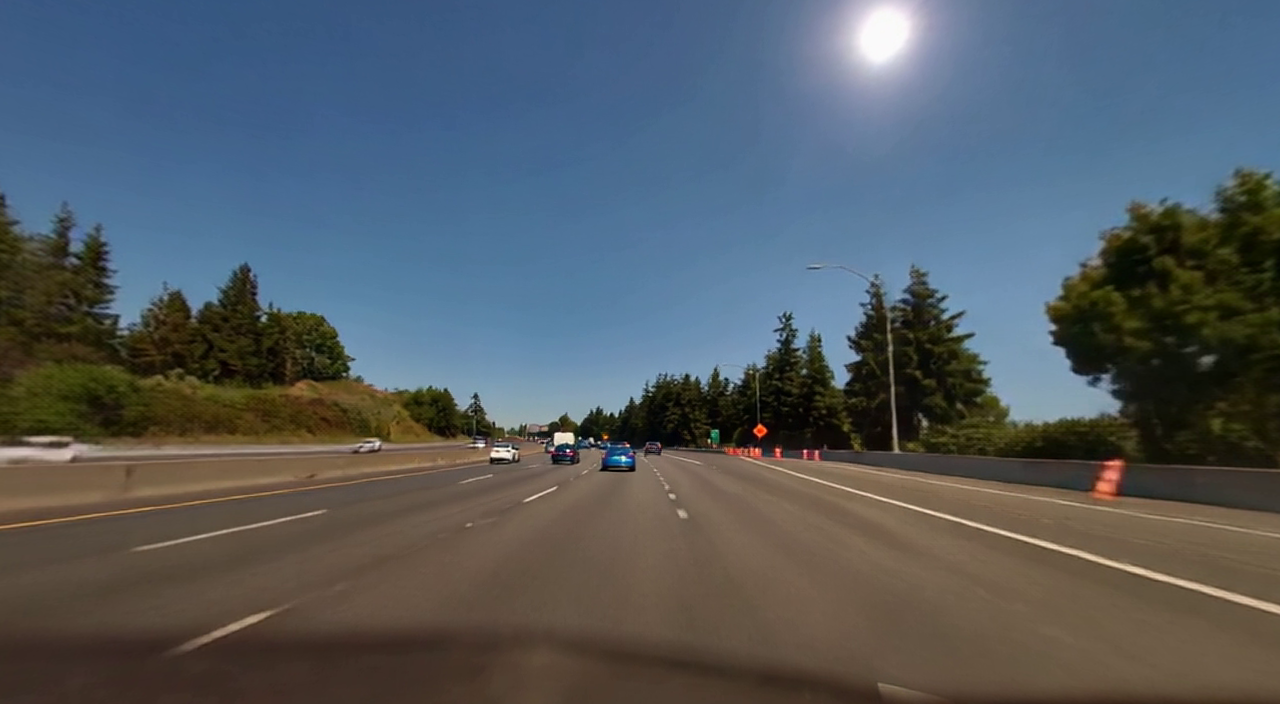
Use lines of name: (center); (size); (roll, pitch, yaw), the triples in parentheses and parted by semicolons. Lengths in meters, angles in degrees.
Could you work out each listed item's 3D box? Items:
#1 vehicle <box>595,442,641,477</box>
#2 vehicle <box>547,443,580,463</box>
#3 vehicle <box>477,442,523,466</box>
vehicle: (-0.924, 4.878, 28.952); (1.963, 1.462, 4.681); (0, -8, 0)
vehicle: (-5.651, 7.459, 46.599); (1.951, 1.439, 4.633); (0, -8, -1)
vehicle: (-8.942, 6.515, 40.364); (1.946, 1.472, 4.472); (0, -8, -1)
